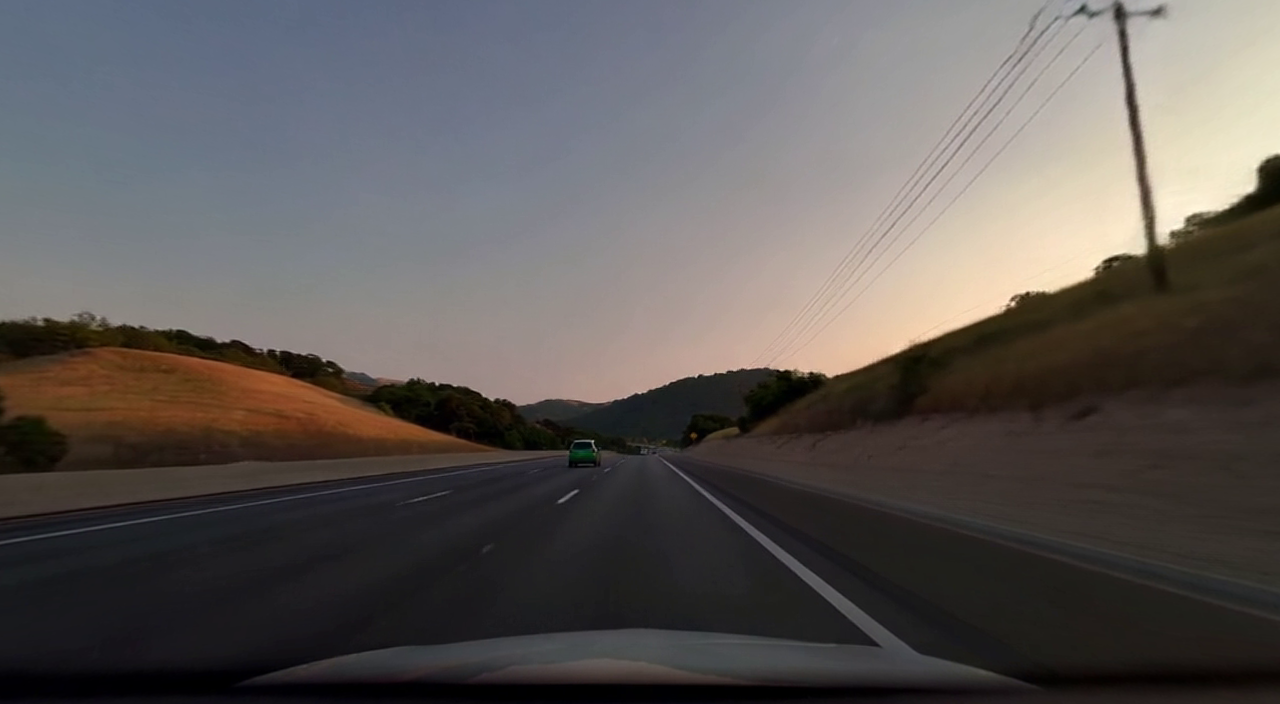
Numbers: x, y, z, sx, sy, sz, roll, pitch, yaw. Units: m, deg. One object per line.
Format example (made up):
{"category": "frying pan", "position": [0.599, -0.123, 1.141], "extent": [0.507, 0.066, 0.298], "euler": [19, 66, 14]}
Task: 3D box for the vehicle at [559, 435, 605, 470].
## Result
{"category": "vehicle", "position": [-3.202, 5.695, 35.876], "extent": [2.136, 1.845, 4.515], "euler": [0, -8, 1]}
